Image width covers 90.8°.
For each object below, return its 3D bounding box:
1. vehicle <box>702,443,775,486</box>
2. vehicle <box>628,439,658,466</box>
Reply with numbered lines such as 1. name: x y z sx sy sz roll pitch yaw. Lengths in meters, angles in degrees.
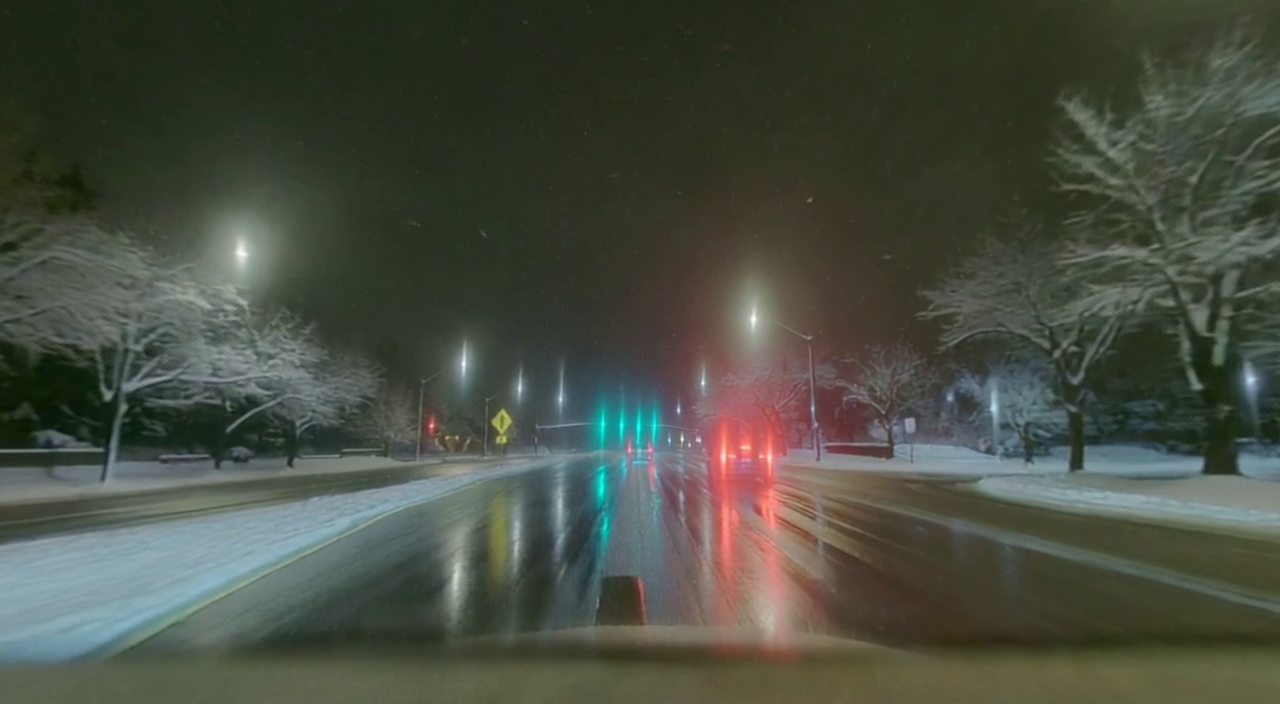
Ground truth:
1. vehicle: 3.625 4.226 24.136 1.948 1.479 4.620 0 -8 -2
2. vehicle: 0.154 7.108 44.673 1.988 1.800 4.322 0 -8 -1
